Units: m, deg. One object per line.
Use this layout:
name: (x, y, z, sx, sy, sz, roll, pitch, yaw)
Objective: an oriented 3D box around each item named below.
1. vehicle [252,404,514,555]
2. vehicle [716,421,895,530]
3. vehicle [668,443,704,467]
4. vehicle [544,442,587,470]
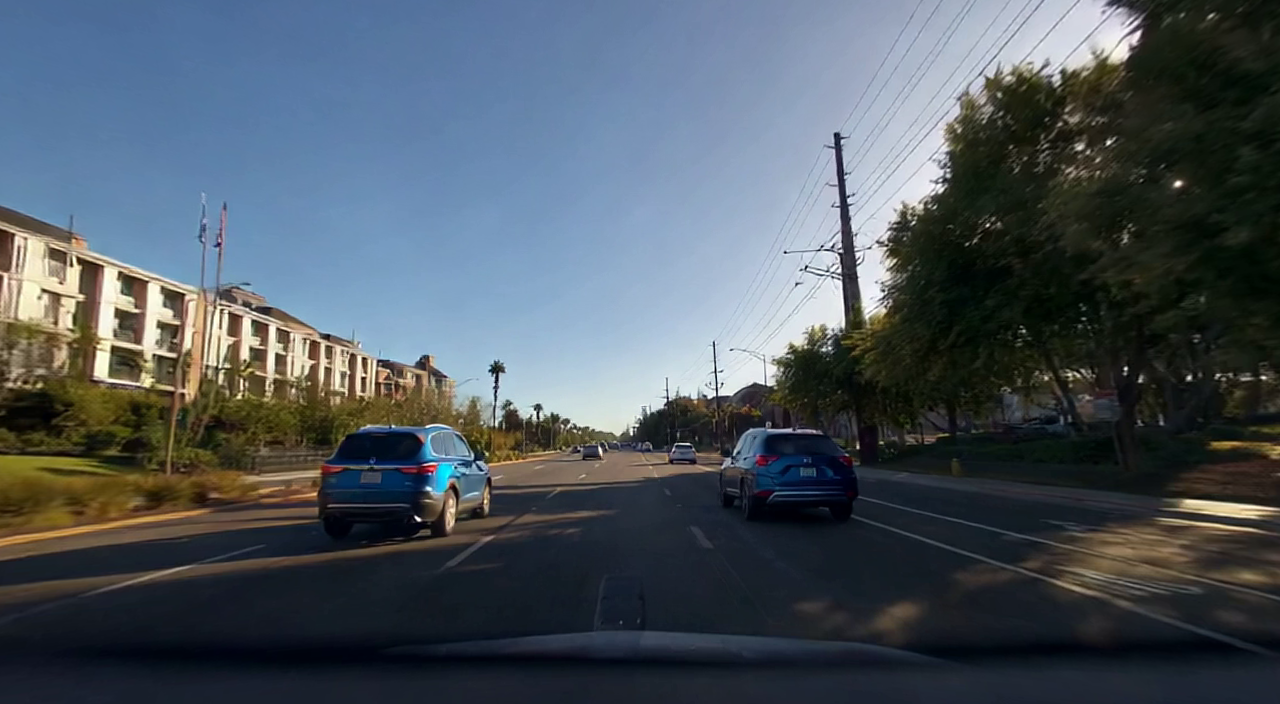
vehicle: (-3.603, 1.911, 10.108, 2.169, 1.796, 4.821, 0, -9, 0)
vehicle: (2.894, 2.279, 12.165, 2.198, 1.706, 4.166, 0, -9, -1)
vehicle: (2.971, 6.809, 41.804, 1.981, 1.472, 3.923, 0, -9, -2)
vehicle: (-4.245, 6.016, 36.601, 2.040, 1.482, 4.121, 0, -9, 0)
